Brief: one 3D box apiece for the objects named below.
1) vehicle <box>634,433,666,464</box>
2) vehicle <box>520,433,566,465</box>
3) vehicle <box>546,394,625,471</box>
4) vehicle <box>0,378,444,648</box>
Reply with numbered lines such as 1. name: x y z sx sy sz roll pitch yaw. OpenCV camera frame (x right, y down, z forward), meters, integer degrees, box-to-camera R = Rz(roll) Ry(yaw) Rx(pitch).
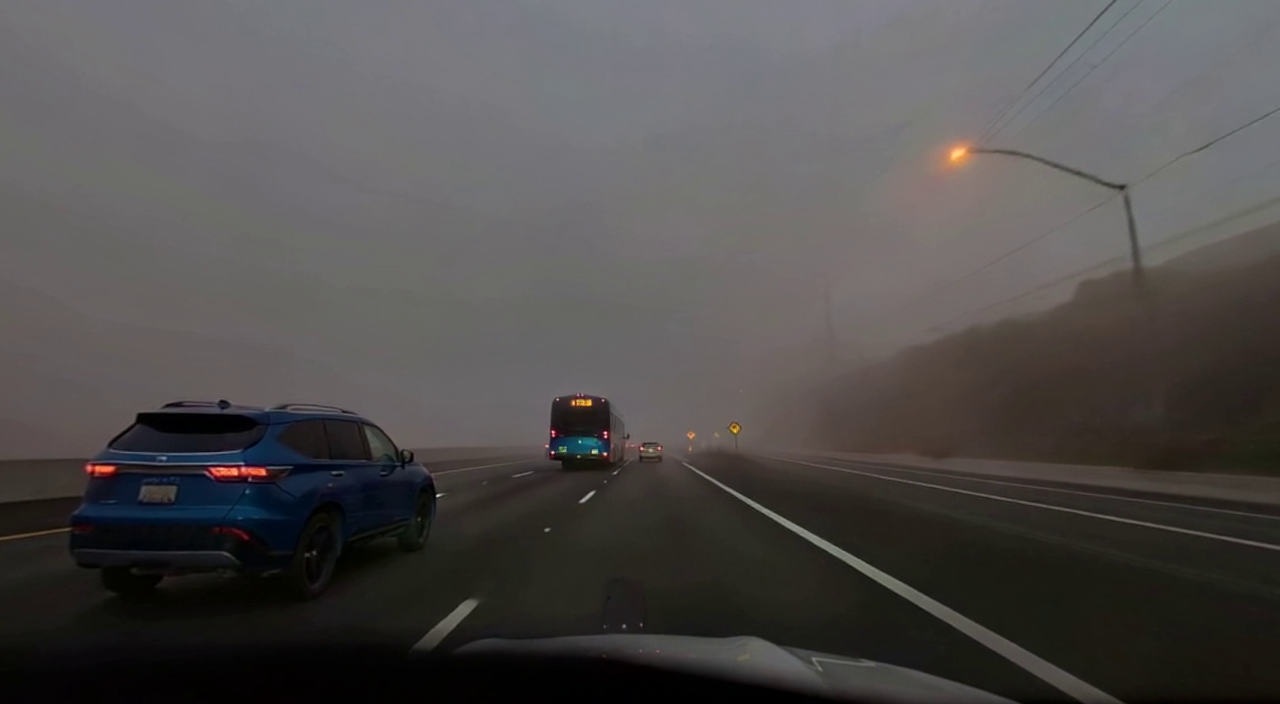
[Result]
1. vehicle: 0.689 6.748 44.018 2.083 2.001 4.782 0 -9 1
2. vehicle: -6.777 6.841 44.657 2.282 2.116 6.030 0 -9 0
3. vehicle: -2.772 4.796 36.485 3.382 3.712 11.766 1 -9 1
4. vehicle: -3.666 1.352 6.251 2.021 1.730 4.223 0 -9 1
